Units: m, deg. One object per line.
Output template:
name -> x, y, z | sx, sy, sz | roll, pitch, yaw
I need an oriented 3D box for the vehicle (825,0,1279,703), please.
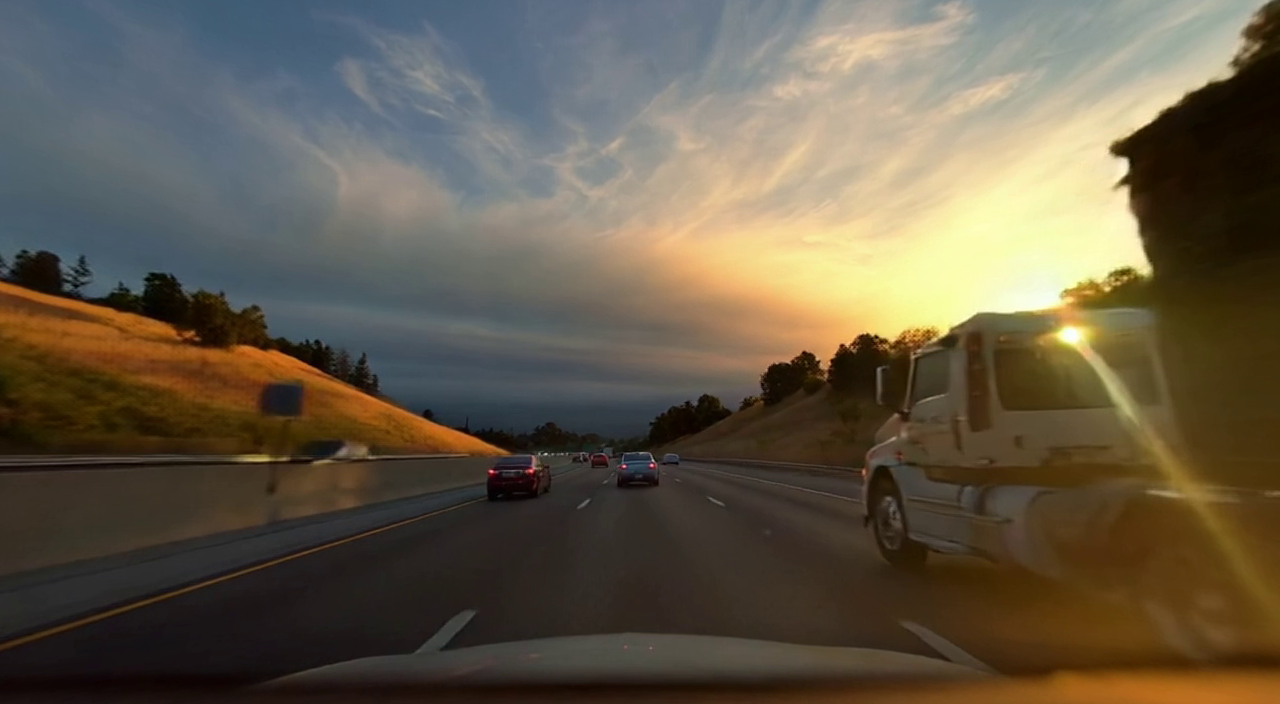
vehicle -> 4.313, 0.344, 5.968 | 3.017, 3.953, 6.582 | 0, -9, 0

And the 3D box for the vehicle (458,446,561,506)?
vehicle -> -3.752, 3.656, 19.071 | 2.153, 1.581, 4.375 | 0, -9, 0

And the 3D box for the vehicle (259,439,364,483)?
vehicle -> -12.141, 4.053, 23.634 | 1.827, 1.498, 3.936 | 0, -9, 0

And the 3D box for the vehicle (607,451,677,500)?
vehicle -> 0.036, 3.875, 20.201 | 2.023, 1.400, 4.028 | 0, -9, -1
